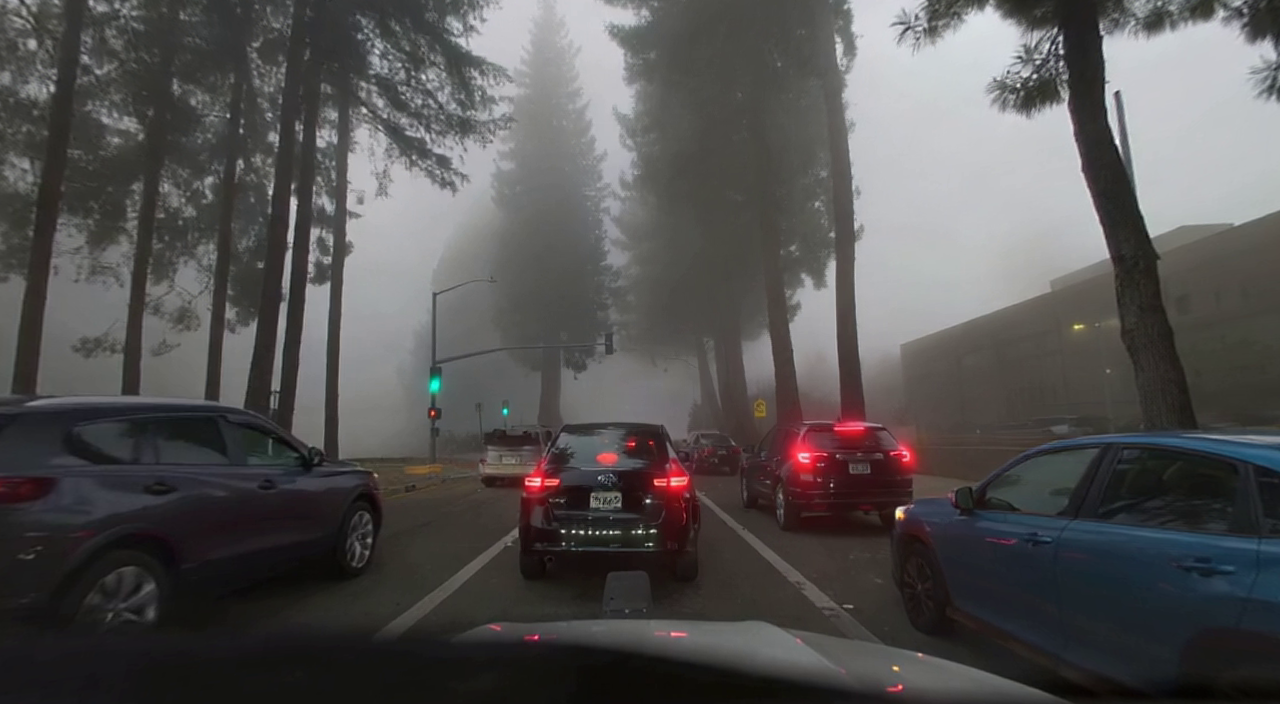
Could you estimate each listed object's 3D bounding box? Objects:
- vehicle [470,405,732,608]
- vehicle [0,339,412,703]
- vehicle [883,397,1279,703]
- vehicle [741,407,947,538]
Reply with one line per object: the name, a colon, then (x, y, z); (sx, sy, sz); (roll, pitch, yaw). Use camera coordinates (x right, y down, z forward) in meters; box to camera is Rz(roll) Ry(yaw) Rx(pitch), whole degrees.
vehicle: (-0.366, 1.585, 7.421); (2.114, 1.631, 4.459); (0, -8, -1)
vehicle: (-3.759, 1.138, 4.867); (2.141, 1.718, 4.809); (0, -8, 0)
vehicle: (3.245, 1.069, 3.381); (2.045, 1.459, 4.462); (0, -8, -1)
vehicle: (3.326, 2.087, 11.532); (2.117, 1.879, 4.715); (0, -8, -1)
